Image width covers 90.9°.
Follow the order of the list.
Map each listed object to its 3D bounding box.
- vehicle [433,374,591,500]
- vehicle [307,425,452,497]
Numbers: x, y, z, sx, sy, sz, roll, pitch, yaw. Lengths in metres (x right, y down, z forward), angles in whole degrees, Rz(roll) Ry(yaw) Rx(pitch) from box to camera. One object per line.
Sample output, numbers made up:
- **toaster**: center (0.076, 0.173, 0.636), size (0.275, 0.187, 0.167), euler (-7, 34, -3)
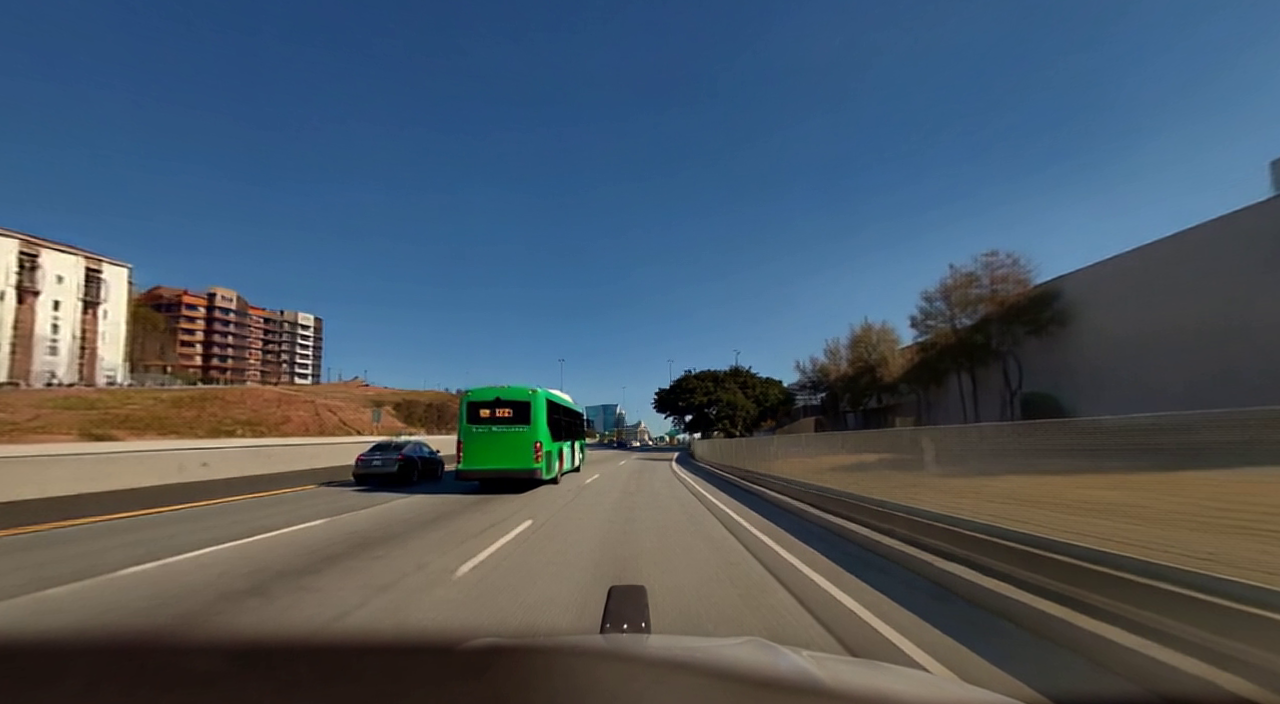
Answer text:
- **vehicle**: center (-3.339, 2.646, 19.125), size (2.888, 2.944, 8.373), euler (0, -9, 1)
- **vehicle**: center (-6.902, 2.950, 17.342), size (1.993, 1.690, 4.450), euler (-1, -9, 1)
